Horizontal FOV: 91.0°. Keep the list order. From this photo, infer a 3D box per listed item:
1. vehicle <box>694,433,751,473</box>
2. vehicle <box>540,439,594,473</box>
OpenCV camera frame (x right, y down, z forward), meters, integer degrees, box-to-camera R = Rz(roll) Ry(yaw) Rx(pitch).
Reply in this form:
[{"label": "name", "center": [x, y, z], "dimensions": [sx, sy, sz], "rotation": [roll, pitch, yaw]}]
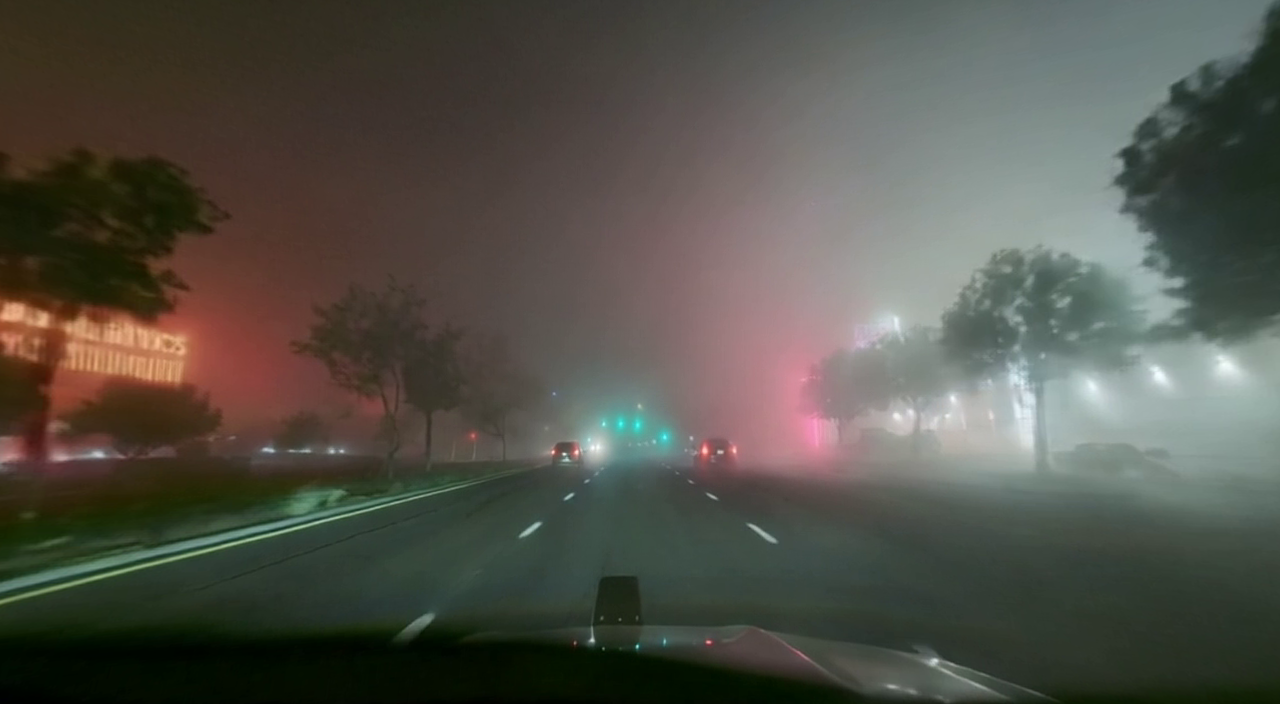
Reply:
[{"label": "vehicle", "center": [3.916, 4.857, 30.566], "dimensions": [2.083, 1.743, 4.354], "rotation": [0, -8, -1]}, {"label": "vehicle", "center": [-3.324, 4.815, 29.485], "dimensions": [2.005, 1.477, 4.169], "rotation": [0, -8, 0]}]
